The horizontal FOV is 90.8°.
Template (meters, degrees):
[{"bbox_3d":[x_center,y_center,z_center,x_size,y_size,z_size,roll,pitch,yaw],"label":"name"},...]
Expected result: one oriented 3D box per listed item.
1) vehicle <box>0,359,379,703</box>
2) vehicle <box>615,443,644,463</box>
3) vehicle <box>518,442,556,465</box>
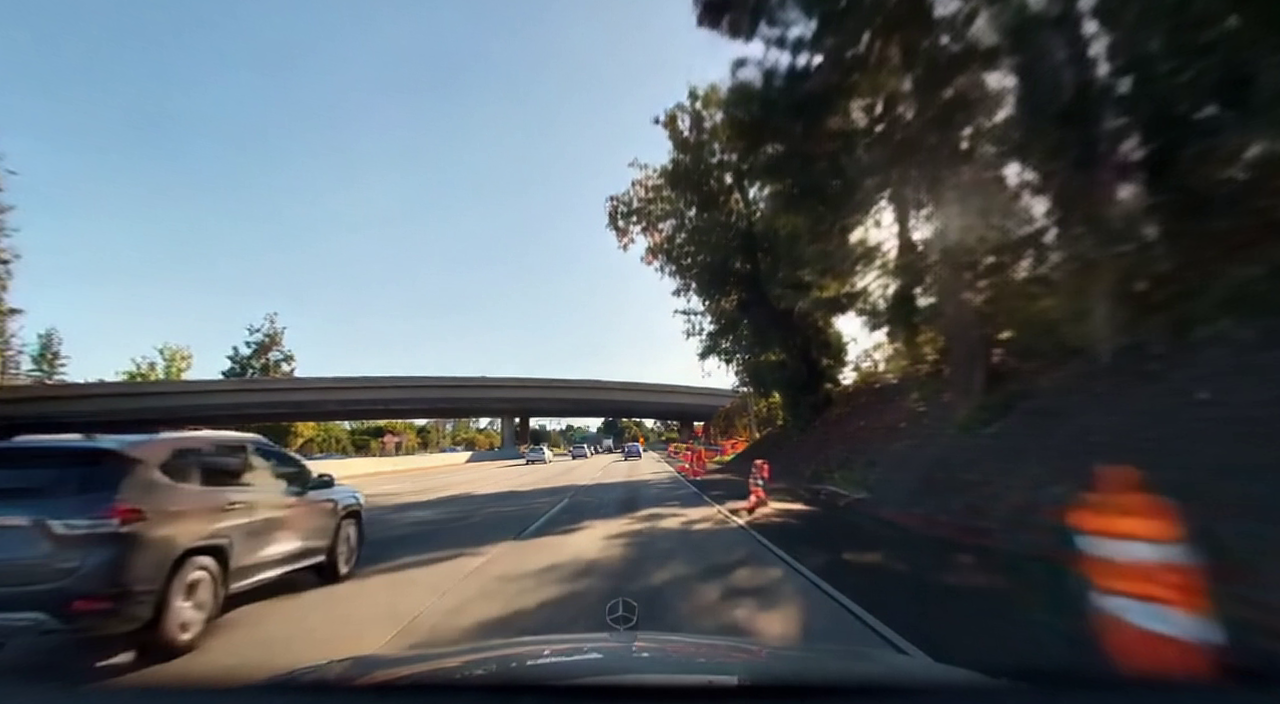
[{"bbox_3d":[-3.554,1.094,4.008,2.024,1.655,4.192,0,-9,-1],"label":"vehicle"},{"bbox_3d":[-0.776,7.496,46.973,2.051,1.459,4.092,0,-9,-1],"label":"vehicle"},{"bbox_3d":[-7.721,7.654,47.664,2.128,1.604,4.279,0,-9,0],"label":"vehicle"}]
